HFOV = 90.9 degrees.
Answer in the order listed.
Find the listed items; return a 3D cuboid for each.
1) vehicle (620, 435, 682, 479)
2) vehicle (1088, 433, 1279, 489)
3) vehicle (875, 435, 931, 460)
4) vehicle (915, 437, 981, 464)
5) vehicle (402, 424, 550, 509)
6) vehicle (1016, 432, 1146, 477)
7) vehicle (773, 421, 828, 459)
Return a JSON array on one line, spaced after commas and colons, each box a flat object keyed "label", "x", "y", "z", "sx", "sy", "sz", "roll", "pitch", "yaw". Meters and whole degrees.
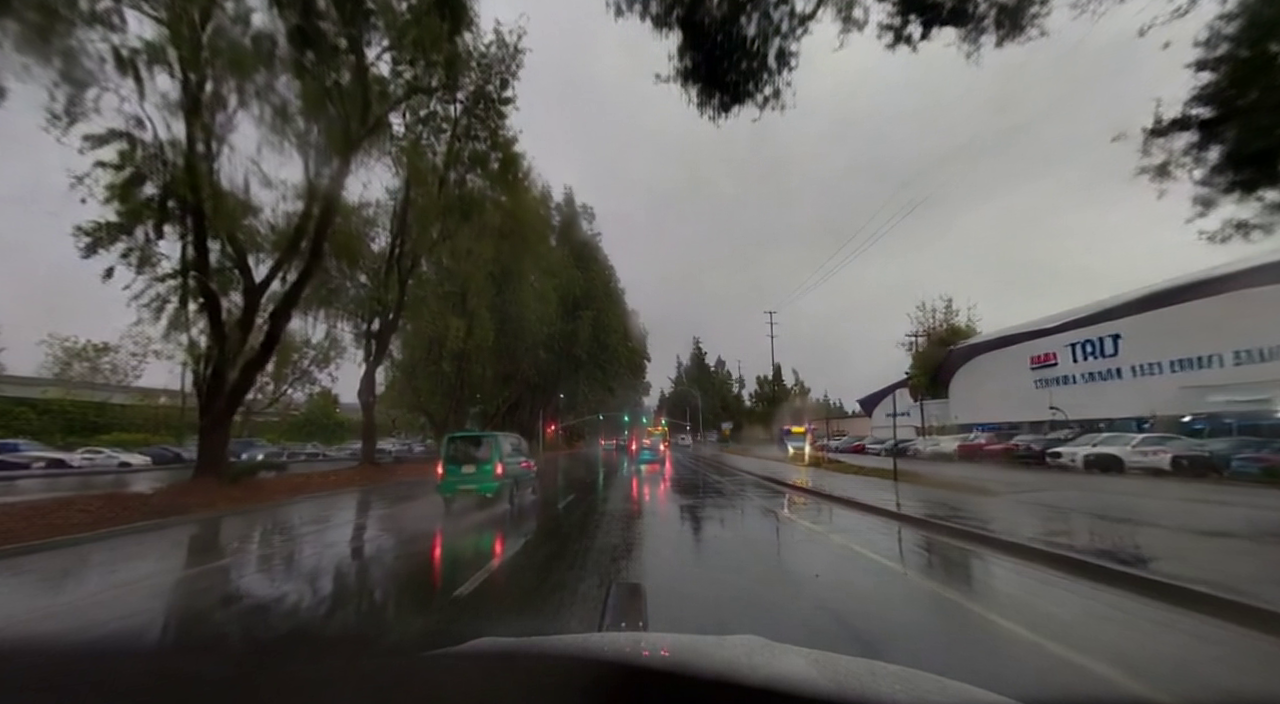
[{"label": "vehicle", "x": 0.338, "y": 3.954, "z": 23.871, "sx": 2.123, "sy": 1.498, "sz": 4.226, "roll": 0, "pitch": -9, "yaw": -1}, {"label": "vehicle", "x": 18.767, "y": 3.702, "z": 21.809, "sx": 2.229, "sy": 1.661, "sz": 5.991, "roll": 0, "pitch": -9, "yaw": 1}, {"label": "vehicle", "x": 18.673, "y": 6.793, "z": 44.997, "sx": 1.841, "sy": 1.680, "sz": 4.842, "roll": 0, "pitch": -9, "yaw": -1}, {"label": "vehicle", "x": 18.794, "y": 6.026, "z": 38.675, "sx": 1.826, "sy": 1.532, "sz": 4.290, "roll": 0, "pitch": -9, "yaw": -1}, {"label": "vehicle", "x": -3.529, "y": 2.571, "z": 14.533, "sx": 2.148, "sy": 1.636, "sz": 4.199, "roll": 0, "pitch": -9, "yaw": 2}, {"label": "vehicle", "x": 18.710, "y": 4.365, "z": 27.091, "sx": 1.965, "sy": 1.749, "sz": 4.838, "roll": 0, "pitch": -9, "yaw": -2}, {"label": "vehicle", "x": 12.290, "y": 6.849, "z": 48.944, "sx": 2.754, "sy": 2.711, "sz": 6.196, "roll": 0, "pitch": -9, "yaw": 2}]
